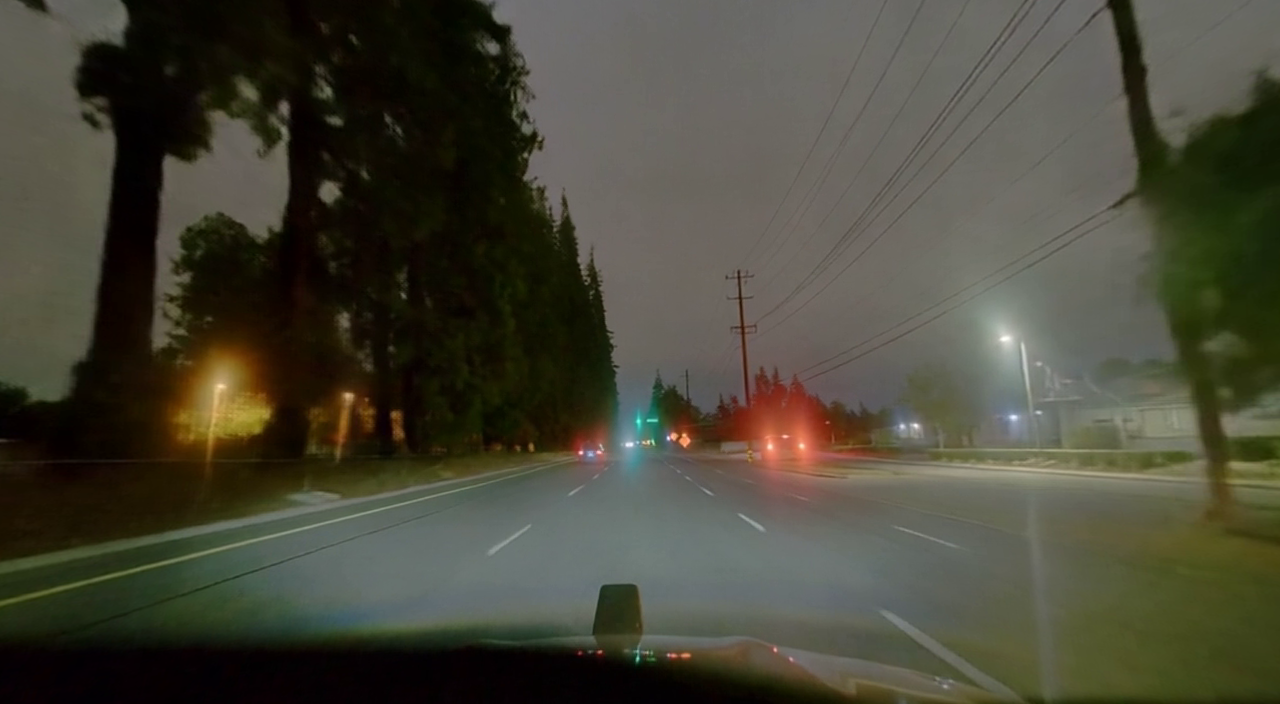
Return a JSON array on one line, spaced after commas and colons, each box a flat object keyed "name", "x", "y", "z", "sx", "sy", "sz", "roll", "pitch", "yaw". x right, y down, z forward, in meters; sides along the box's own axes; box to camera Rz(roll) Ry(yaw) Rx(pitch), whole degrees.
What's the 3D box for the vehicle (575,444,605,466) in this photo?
[{"name": "vehicle", "x": -3.828, "y": 7.971, "z": 49.149, "sx": 1.992, "sy": 1.608, "sz": 3.868, "roll": 0, "pitch": -9, "yaw": 1}]
